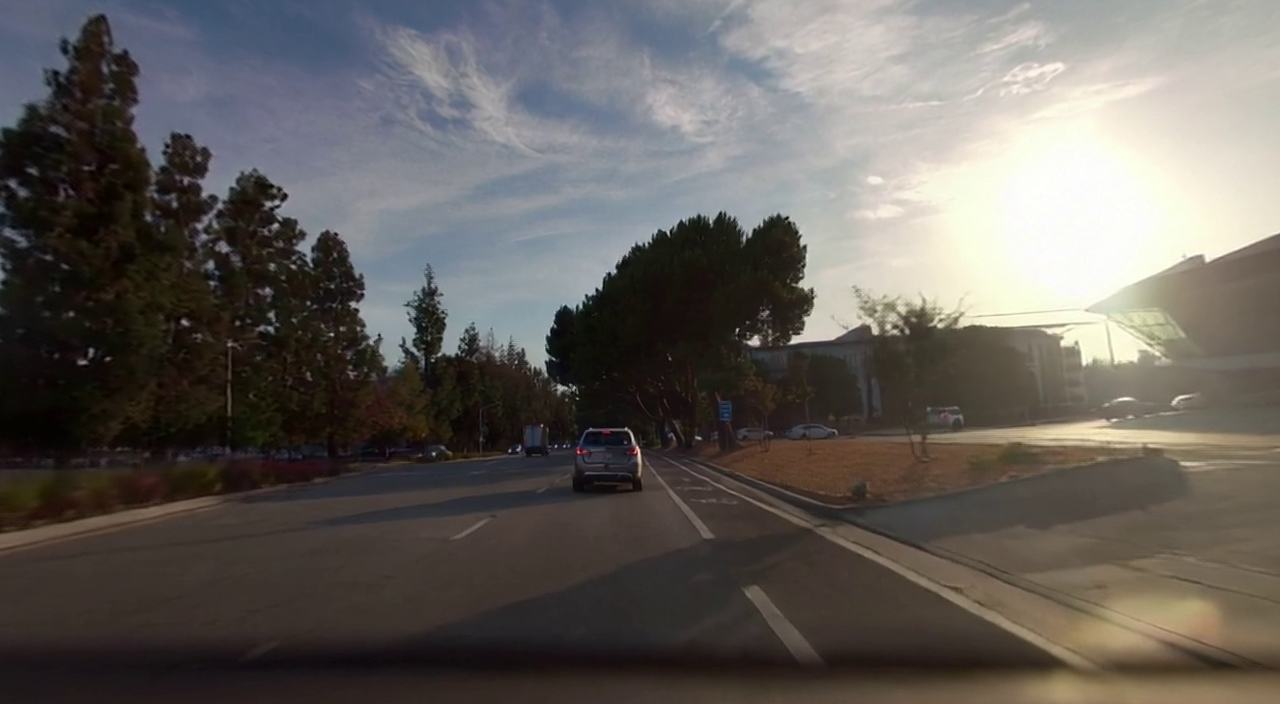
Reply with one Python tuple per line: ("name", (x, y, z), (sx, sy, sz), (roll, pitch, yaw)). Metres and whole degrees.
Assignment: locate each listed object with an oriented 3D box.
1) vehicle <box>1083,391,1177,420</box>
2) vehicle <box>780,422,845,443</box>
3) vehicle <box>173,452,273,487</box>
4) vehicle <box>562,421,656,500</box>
("vehicle", (32.515, 3.633, 42.077), (1.851, 1.595, 4.463), (4, -10, -28))
("vehicle", (12.482, 5.853, 45.845), (4.204, 1.486, 1.781), (0, -8, -1))
("vehicle", (-19.341, 5.450, 29.591), (1.945, 1.444, 4.406), (1, -8, -4))
("vehicle", (-0.735, 2.769, 16.501), (2.131, 1.761, 4.242), (0, -8, -1))
